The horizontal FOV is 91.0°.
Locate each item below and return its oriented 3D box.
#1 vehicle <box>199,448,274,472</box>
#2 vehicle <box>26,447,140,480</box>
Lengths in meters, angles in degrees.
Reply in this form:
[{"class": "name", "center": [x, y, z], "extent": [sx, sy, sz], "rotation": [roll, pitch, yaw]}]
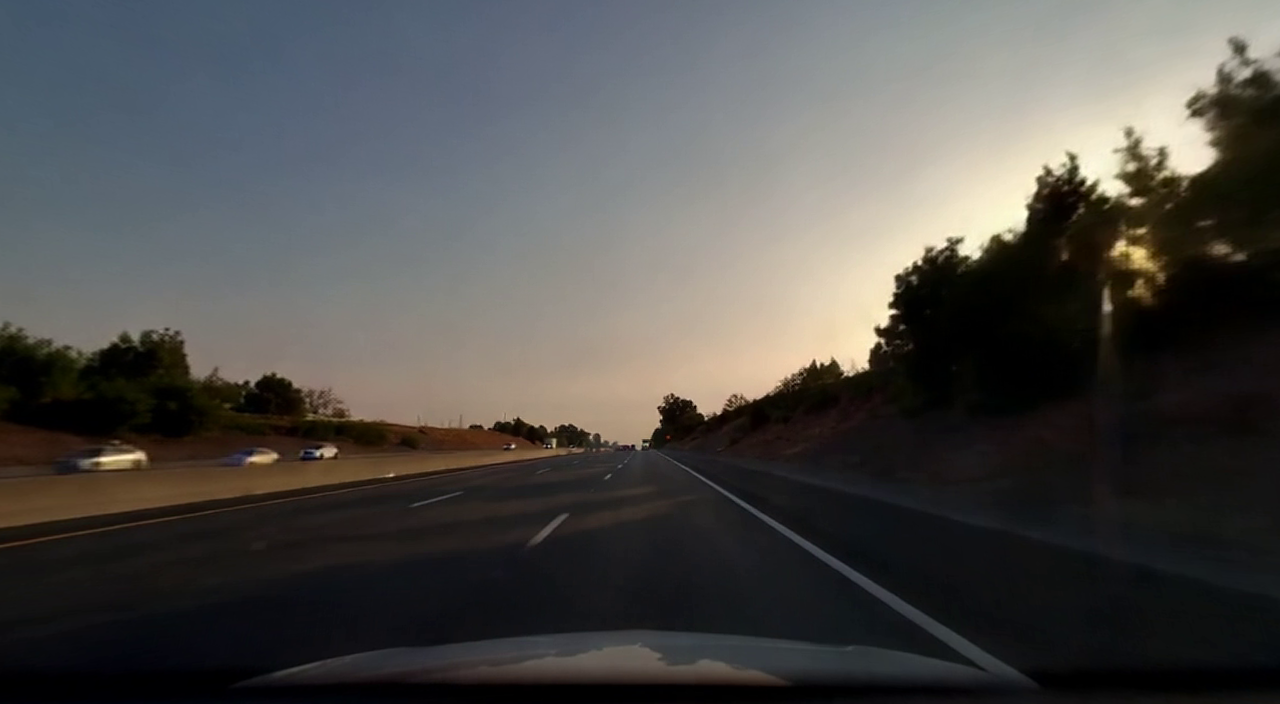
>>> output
[{"class": "vehicle", "center": [-28.151, 7.557, 44.185], "extent": [1.973, 1.553, 4.870], "rotation": [0, -9, 1]}, {"class": "vehicle", "center": [-32.119, 6.401, 36.583], "extent": [2.059, 1.750, 4.910], "rotation": [0, -9, 1]}]
